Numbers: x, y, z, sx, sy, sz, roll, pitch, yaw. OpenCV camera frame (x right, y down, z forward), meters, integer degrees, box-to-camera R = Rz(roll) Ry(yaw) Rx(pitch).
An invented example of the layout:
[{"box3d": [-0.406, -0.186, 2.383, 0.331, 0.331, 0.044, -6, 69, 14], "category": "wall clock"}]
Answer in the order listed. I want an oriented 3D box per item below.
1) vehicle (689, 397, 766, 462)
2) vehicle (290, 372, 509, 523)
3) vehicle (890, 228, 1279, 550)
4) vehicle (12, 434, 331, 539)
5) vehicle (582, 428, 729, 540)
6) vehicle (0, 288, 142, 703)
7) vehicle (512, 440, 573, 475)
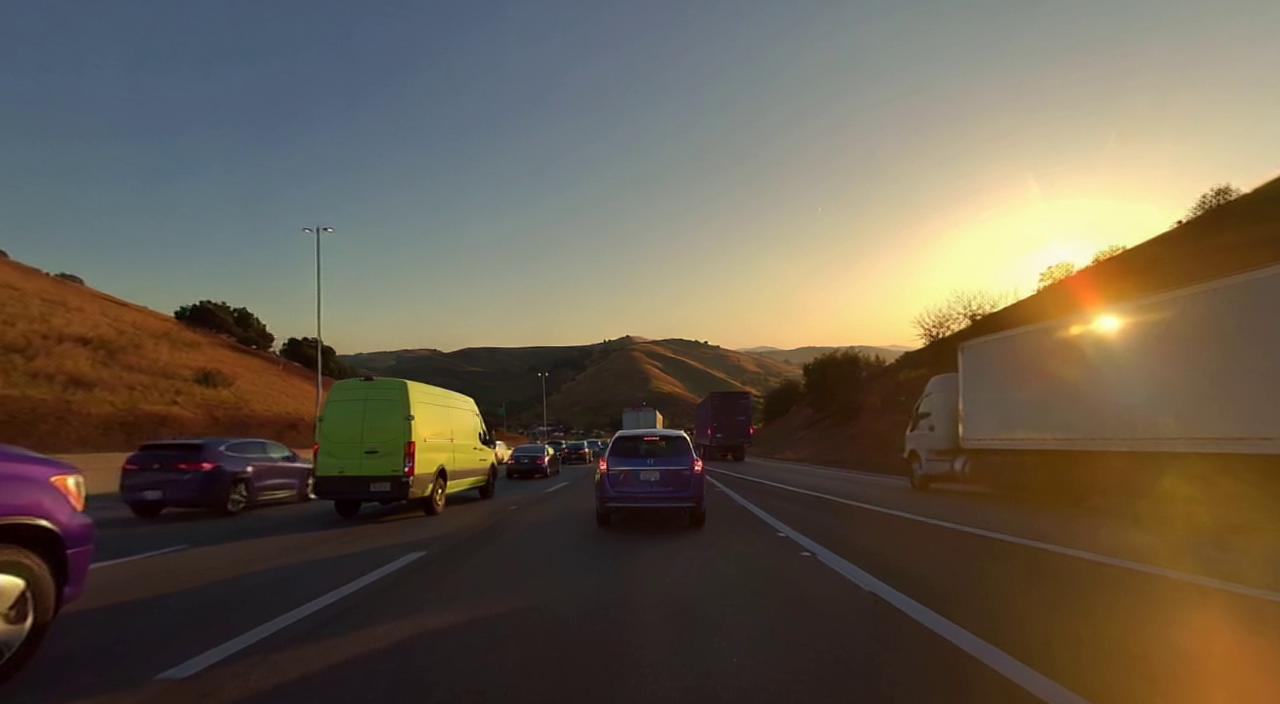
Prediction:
[{"box3d": [6.354, 6.308, 49.718, 2.989, 4.277, 16.586, 0, -8, -3], "category": "vehicle"}, {"box3d": [-4.630, 2.019, 13.489, 2.300, 2.522, 5.701, 0, -8, 1], "category": "vehicle"}, {"box3d": [8.766, 0.786, 10.009, 2.977, 3.878, 11.111, 2, -9, -13], "category": "vehicle"}, {"box3d": [-7.773, 2.224, 11.280, 1.968, 1.459, 4.737, -1, -8, 2], "category": "vehicle"}, {"box3d": [0.165, 2.087, 10.589, 2.003, 1.499, 3.930, 0, -8, -1], "category": "vehicle"}, {"box3d": [-4.278, 0.452, 1.183, 2.195, 2.086, 5.445, 0, -8, 0], "category": "vehicle"}, {"box3d": [-4.370, 4.785, 28.874, 2.007, 1.457, 4.447, 0, -8, 1], "category": "vehicle"}]
